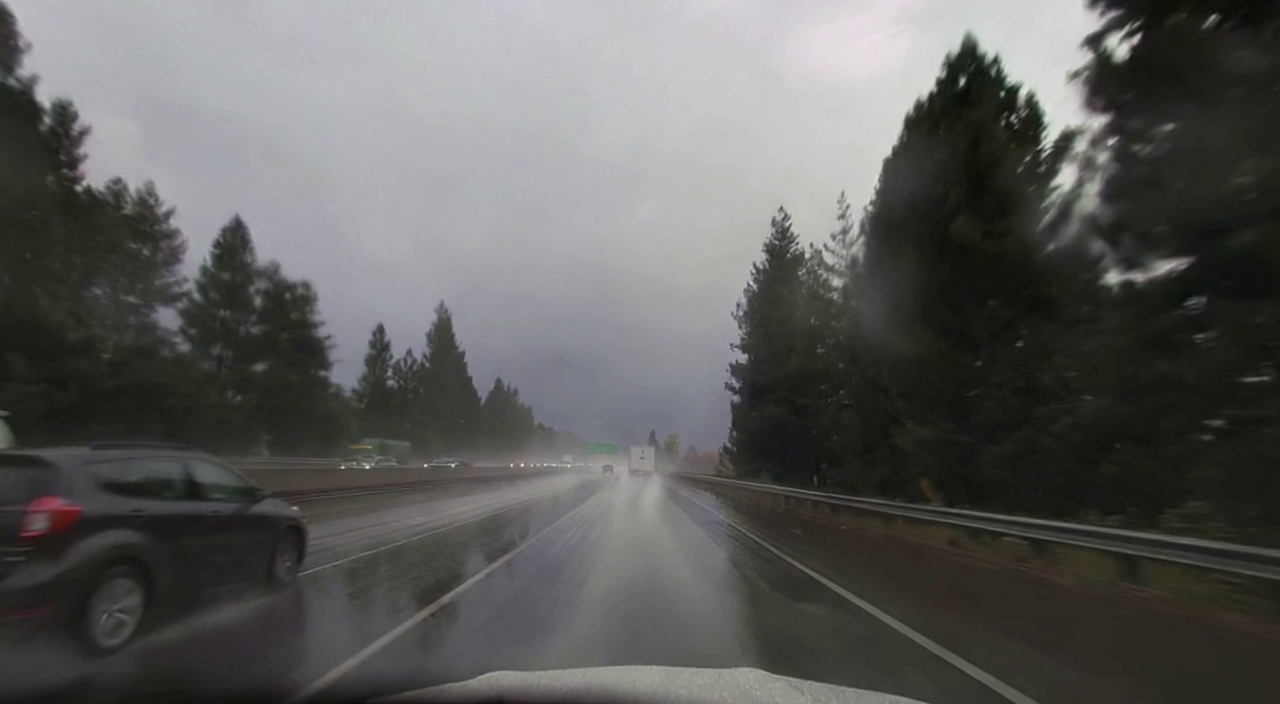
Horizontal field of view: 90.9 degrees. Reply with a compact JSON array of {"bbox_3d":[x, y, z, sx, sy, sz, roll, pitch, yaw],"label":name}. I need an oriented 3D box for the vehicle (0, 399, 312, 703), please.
[{"bbox_3d":[-4.262,1.212,4.091,2.100,1.605,3.883,1,-11,0],"label":"vehicle"}]

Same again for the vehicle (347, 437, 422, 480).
[{"bbox_3d":[-17.322,7.342,43.119,2.544,2.700,5.950,1,-11,0],"label":"vehicle"}]

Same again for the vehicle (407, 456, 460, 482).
[{"bbox_3d":[-13.029,7.451,40.052,1.871,1.478,4.406,1,-11,0],"label":"vehicle"}]

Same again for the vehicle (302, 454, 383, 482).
[{"bbox_3d":[-17.090,6.732,36.471,2.354,1.461,4.828,1,-11,-1],"label":"vehicle"}]

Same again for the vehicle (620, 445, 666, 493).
[{"bbox_3d":[0.151,6.884,37.179,2.482,2.549,5.447,1,-11,0],"label":"vehicle"}]
